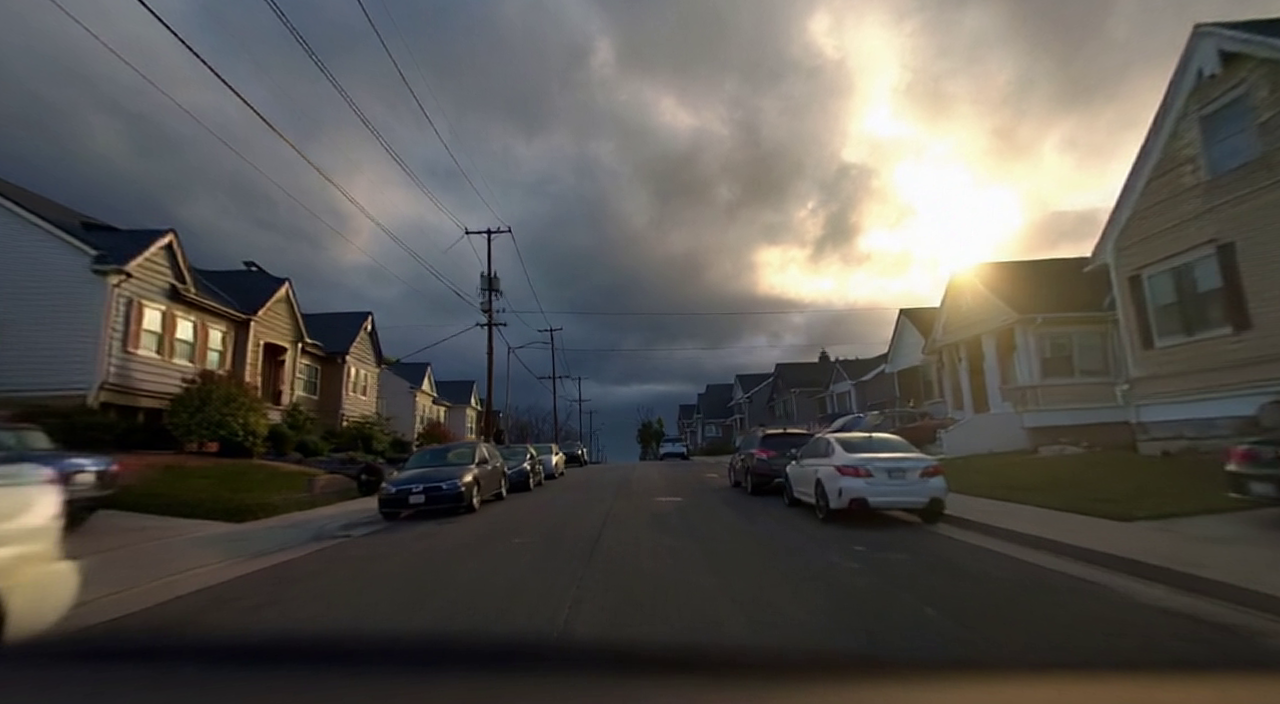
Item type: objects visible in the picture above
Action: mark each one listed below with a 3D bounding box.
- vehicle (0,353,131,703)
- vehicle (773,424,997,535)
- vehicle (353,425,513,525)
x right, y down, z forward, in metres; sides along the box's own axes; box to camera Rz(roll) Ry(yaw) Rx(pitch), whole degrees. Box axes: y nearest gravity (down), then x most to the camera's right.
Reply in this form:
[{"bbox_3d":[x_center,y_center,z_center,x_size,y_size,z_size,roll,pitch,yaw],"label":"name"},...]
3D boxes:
[{"bbox_3d":[-4.001,0.722,1.260,2.030,1.733,4.925,-3,-7,-2],"label":"vehicle"},{"bbox_3d":[3.639,1.999,10.480,2.083,1.407,4.506,-1,-9,3],"label":"vehicle"},{"bbox_3d":[-4.283,2.666,14.008,2.031,1.708,4.746,-3,-10,-1],"label":"vehicle"}]
